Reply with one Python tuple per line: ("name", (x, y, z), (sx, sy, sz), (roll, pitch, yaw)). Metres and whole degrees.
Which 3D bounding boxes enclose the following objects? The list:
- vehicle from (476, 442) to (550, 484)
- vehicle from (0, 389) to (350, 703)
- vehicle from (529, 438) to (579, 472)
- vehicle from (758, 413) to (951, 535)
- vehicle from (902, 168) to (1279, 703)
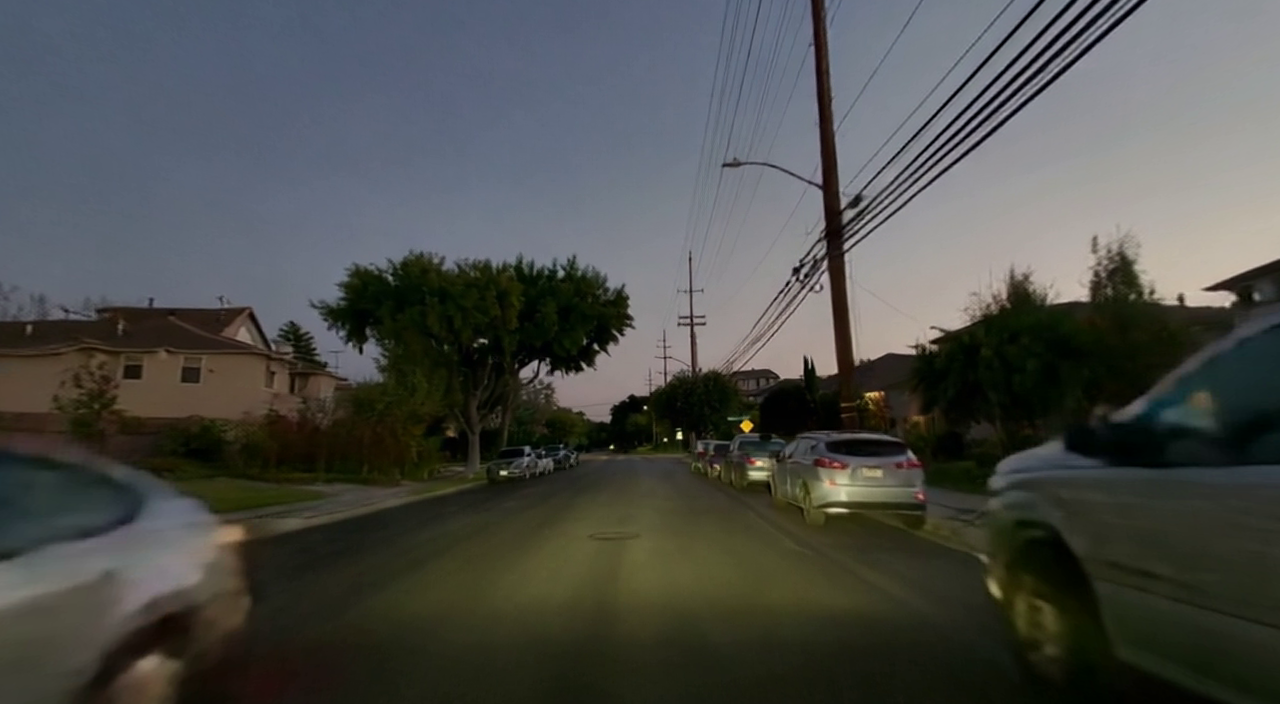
("vehicle", (-5.738, 5.063, 29.190), (2.226, 1.768, 4.780), (0, -9, 3))
("vehicle", (-2.919, 0.862, 1.608), (2.213, 1.548, 4.370), (0, -9, 1))
("vehicle", (-5.670, 6.880, 42.468), (2.455, 2.045, 6.171), (0, -9, 0))
("vehicle", (3.579, 2.133, 11.604), (2.012, 1.777, 4.505), (0, -9, 1))
("vehicle", (2.910, 0.401, 0.825), (2.437, 2.015, 6.511), (0, -9, 1))
